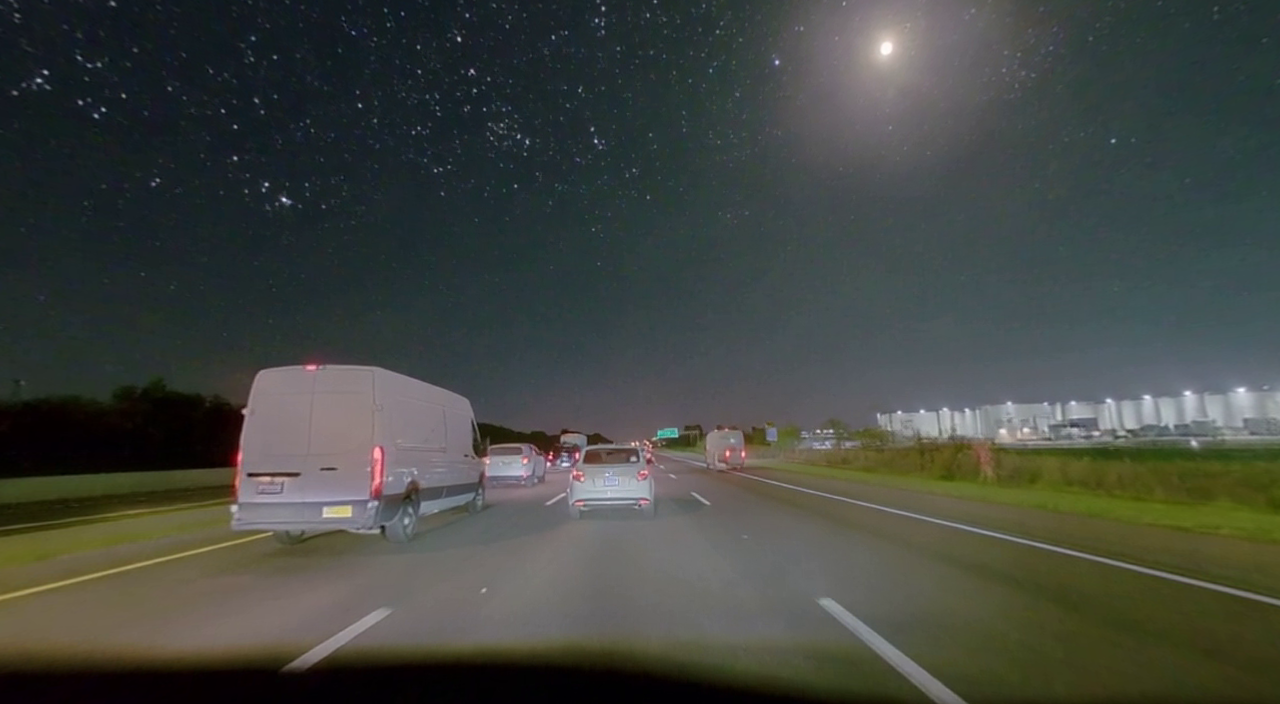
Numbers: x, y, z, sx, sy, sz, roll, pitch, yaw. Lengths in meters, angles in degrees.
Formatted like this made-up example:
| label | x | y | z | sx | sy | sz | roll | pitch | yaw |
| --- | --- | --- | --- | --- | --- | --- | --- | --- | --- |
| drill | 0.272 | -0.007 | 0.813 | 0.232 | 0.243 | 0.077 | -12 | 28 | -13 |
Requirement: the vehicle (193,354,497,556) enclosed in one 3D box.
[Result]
| label | x | y | z | sx | sy | sz | roll | pitch | yaw |
| --- | --- | --- | --- | --- | --- | --- | --- | --- | --- |
| vehicle | -4.604 | 1.849 | 11.668 | 2.248 | 2.626 | 6.837 | 0 | -9 | 0 |

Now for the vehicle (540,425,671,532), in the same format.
| label | x | y | z | sx | sy | sz | roll | pitch | yaw |
| --- | --- | --- | --- | --- | --- | --- | --- | --- | --- |
| vehicle | -0.552 | 2.330 | 12.070 | 2.093 | 1.695 | 3.782 | 0 | -9 | 0 |

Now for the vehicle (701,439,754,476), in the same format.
| label | x | y | z | sx | sy | sz | roll | pitch | yaw |
| --- | --- | --- | --- | --- | --- | --- | --- | --- | --- |
| vehicle | 4.322 | 5.298 | 31.770 | 2.003 | 1.754 | 4.134 | 0 | -9 | 0 |

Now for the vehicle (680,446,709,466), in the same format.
| label | x | y | z | sx | sy | sz | roll | pitch | yaw |
| --- | --- | --- | --- | --- | --- | --- | --- | --- | --- |
| vehicle | 4.170 | 8.068 | 48.883 | 1.874 | 1.512 | 3.723 | 0 | -9 | 0 |
